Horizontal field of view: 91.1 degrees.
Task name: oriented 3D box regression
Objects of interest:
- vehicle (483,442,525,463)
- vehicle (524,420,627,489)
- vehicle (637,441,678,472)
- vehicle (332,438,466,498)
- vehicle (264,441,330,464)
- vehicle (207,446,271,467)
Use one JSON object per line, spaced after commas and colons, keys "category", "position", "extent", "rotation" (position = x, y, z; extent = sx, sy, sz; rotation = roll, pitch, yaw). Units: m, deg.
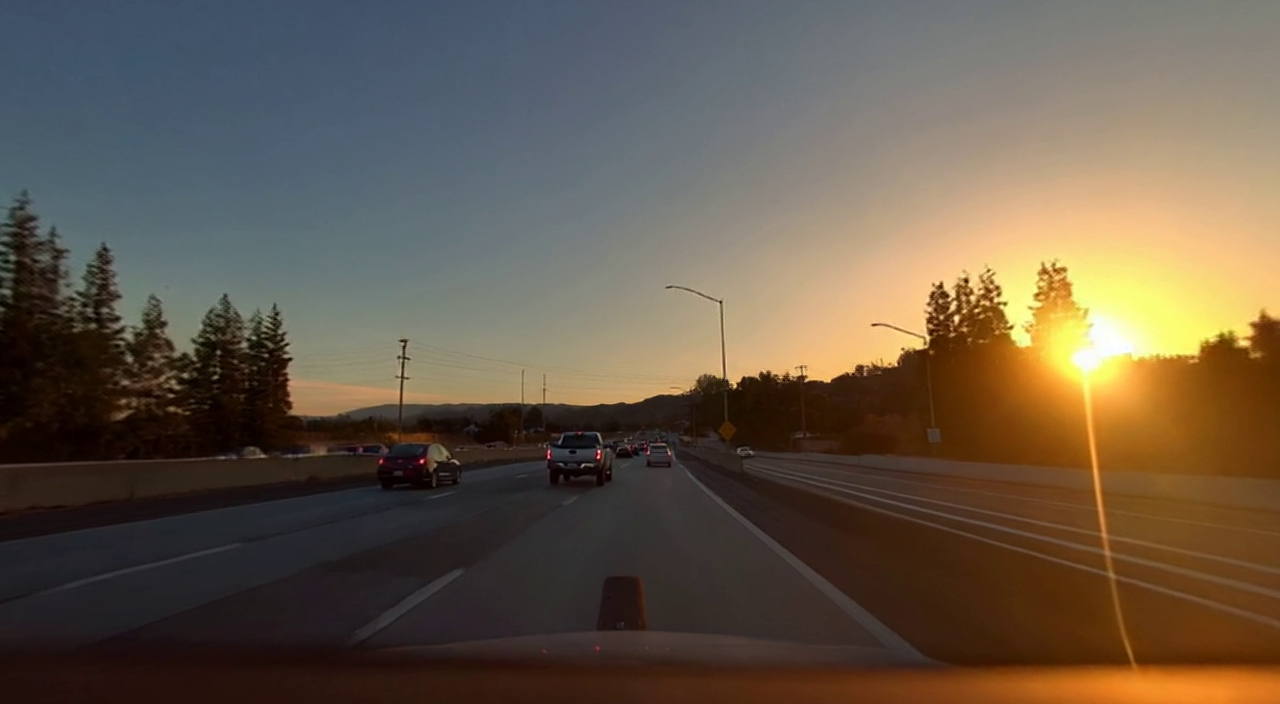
{"category": "vehicle", "position": [-9.815, 7.282, 45.576], "extent": [1.915, 1.472, 4.502], "rotation": [0, -8, 2]}
{"category": "vehicle", "position": [-2.046, 3.611, 22.547], "extent": [2.815, 2.092, 6.526], "rotation": [0, -8, 2]}
{"category": "vehicle", "position": [0.859, 5.378, 32.610], "extent": [2.013, 1.444, 4.447], "rotation": [0, -8, 0]}
{"category": "vehicle", "position": [-6.730, 3.263, 18.147], "extent": [1.964, 1.481, 4.425], "rotation": [0, -8, 3]}
{"category": "vehicle", "position": [-23.543, 6.911, 43.287], "extent": [1.915, 1.516, 4.530], "rotation": [0, -8, 2]}
{"category": "vehicle", "position": [-31.279, 8.149, 49.122], "extent": [1.880, 1.483, 4.547], "rotation": [0, -8, 1]}
